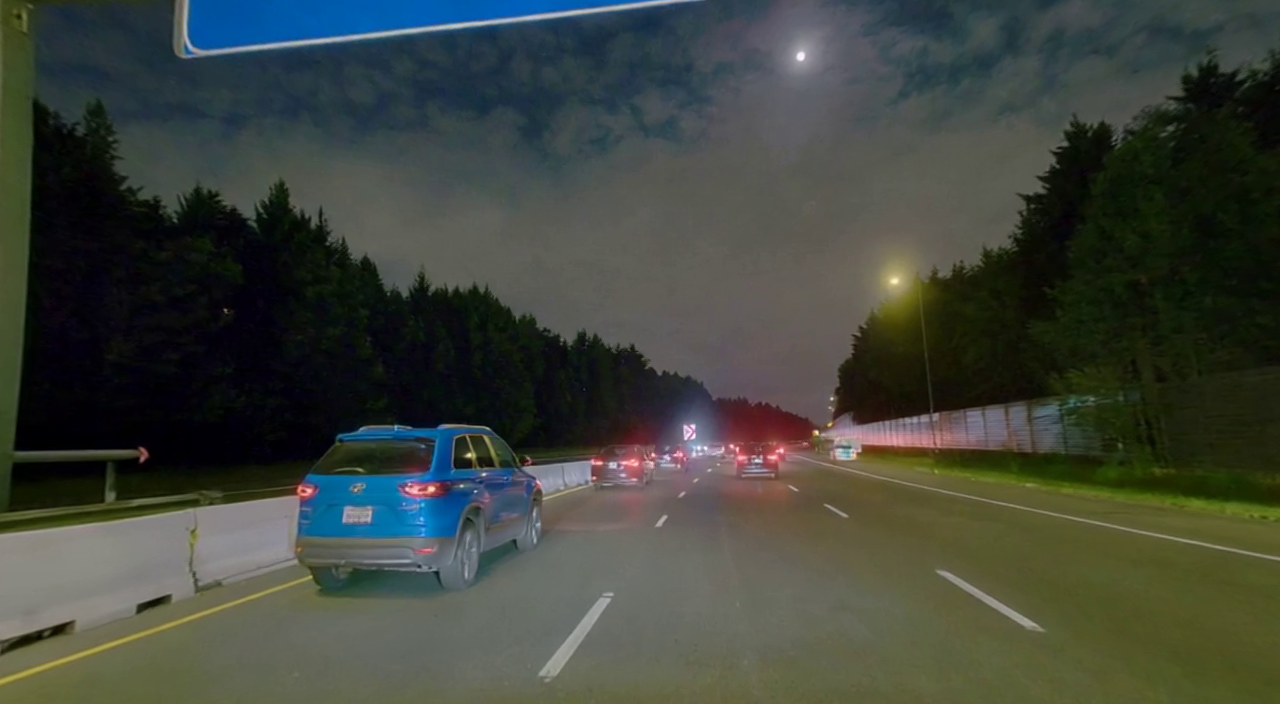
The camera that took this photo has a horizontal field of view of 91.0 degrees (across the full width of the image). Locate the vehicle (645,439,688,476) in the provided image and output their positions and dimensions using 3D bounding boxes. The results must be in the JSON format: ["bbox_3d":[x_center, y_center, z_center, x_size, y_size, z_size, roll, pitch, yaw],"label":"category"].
[{"bbox_3d":[1.178,4.531,27.342,1.755,1.457,3.686,-1,-8,3],"label":"vehicle"}]

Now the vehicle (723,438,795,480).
[{"bbox_3d":[4.420,4.051,24.087,1.962,1.442,4.536,0,-8,1],"label":"vehicle"}]

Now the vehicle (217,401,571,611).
[{"bbox_3d":[-2.223,1.520,7.140,2.021,1.635,4.085,-1,-8,6],"label":"vehicle"}]

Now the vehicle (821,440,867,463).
[{"bbox_3d":[13.660,6.684,42.431,1.990,1.478,4.475,-1,-8,5],"label":"vehicle"}]

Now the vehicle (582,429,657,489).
[{"bbox_3d":[-0.538,3.292,19.639,2.017,1.662,3.543,-1,-8,3],"label":"vehicle"}]
